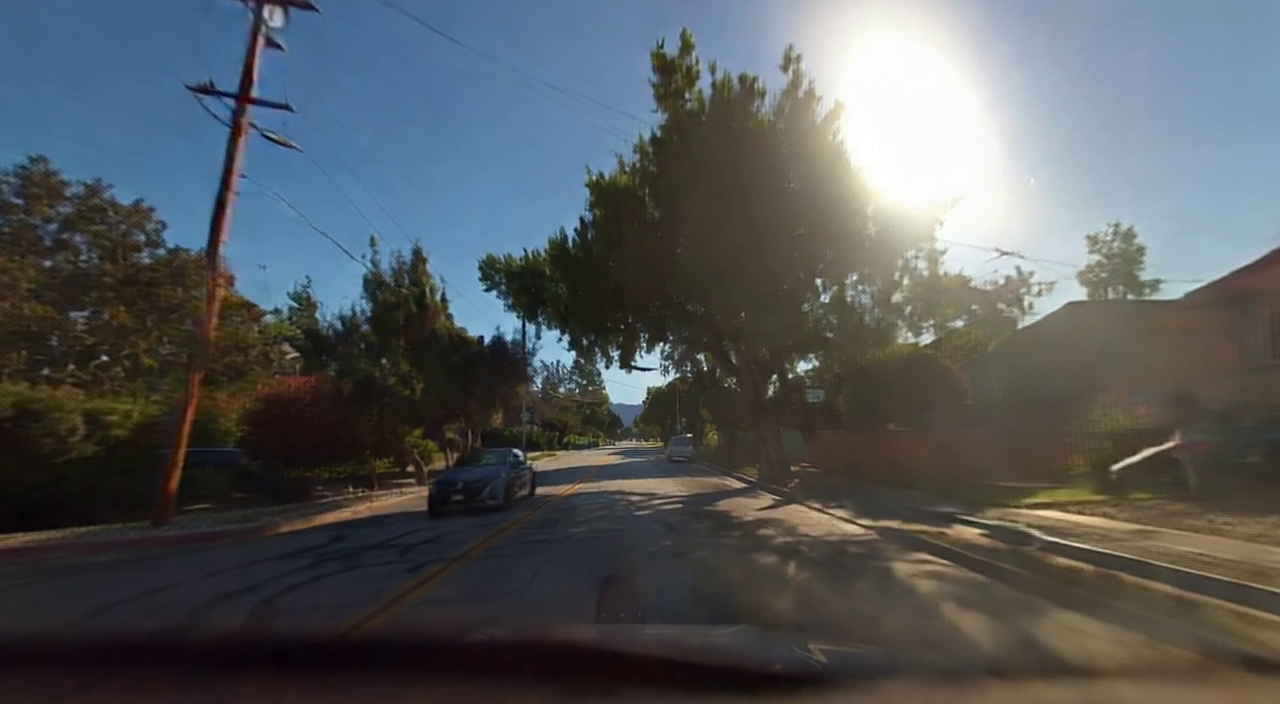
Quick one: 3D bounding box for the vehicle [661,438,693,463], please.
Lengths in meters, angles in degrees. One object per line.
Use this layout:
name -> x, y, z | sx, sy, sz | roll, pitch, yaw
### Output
vehicle -> 2.750, 7.412, 47.584 | 2.086, 1.726, 4.384 | 0, -9, -1

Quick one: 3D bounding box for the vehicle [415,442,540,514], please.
vehicle -> -3.737, 2.956, 15.351 | 1.959, 1.473, 4.115 | 0, -9, 0
